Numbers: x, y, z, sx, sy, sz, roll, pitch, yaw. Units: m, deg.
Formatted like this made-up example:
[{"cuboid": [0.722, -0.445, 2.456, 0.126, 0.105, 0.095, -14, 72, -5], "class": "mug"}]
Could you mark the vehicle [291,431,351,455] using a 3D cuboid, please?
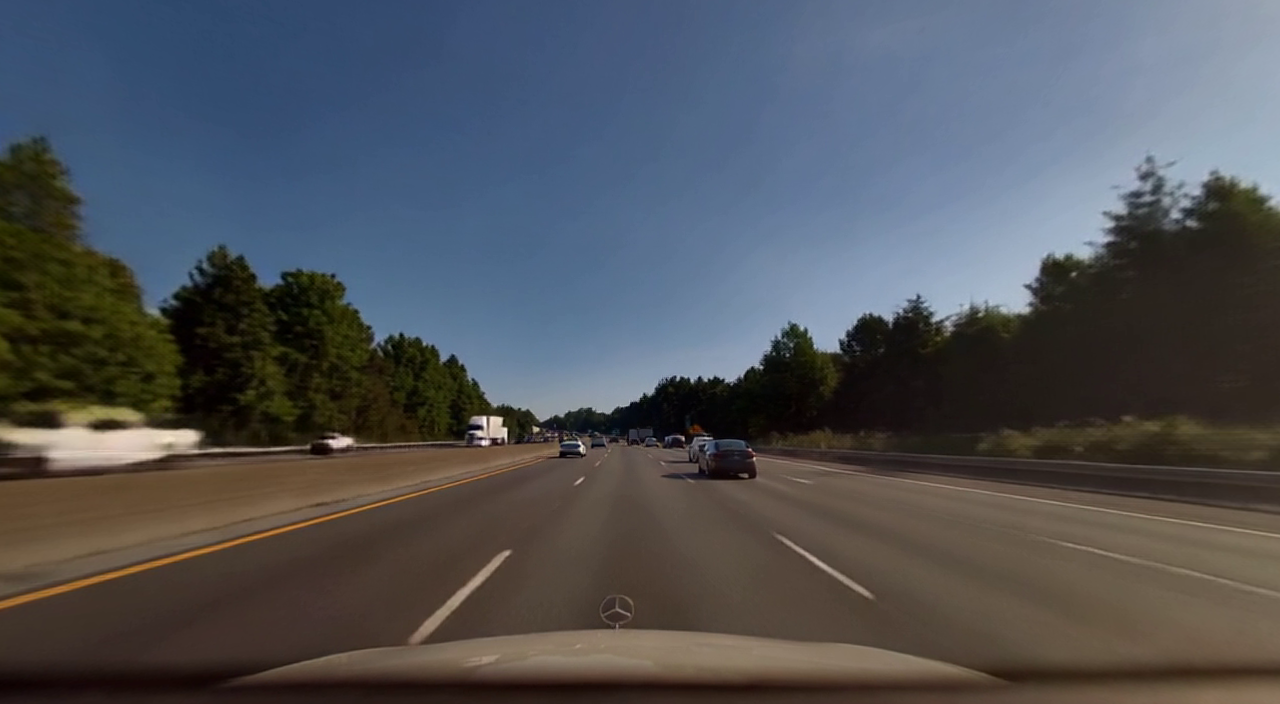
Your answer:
[{"cuboid": [-20.621, 5.900, 40.914, 1.837, 1.444, 4.153, 0, -8, -2], "class": "vehicle"}]

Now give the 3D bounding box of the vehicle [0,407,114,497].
[{"cuboid": [-11.779, 1.720, 10.851, 1.888, 1.507, 4.157, 0, -8, -1], "class": "vehicle"}]

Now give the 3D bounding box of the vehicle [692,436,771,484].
[{"cuboid": [3.012, 3.624, 21.667, 1.990, 1.480, 3.865, 0, -8, -2], "class": "vehicle"}]

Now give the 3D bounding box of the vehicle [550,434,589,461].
[{"cuboid": [-4.401, 6.026, 40.037, 2.011, 1.614, 4.808, 0, -8, -1], "class": "vehicle"}]
